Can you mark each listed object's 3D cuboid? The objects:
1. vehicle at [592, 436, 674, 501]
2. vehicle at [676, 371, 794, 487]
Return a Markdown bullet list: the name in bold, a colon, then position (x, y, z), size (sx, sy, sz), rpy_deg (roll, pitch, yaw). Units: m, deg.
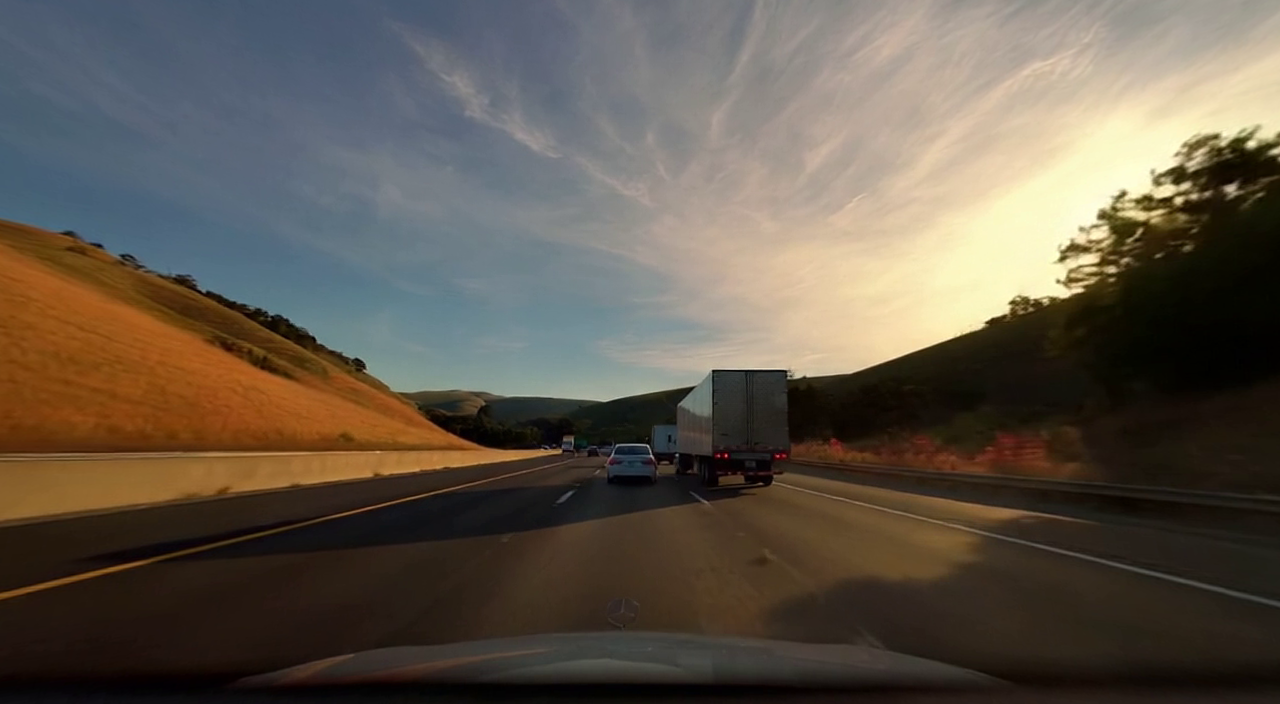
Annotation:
- **vehicle**: position (-0.223, 3.306, 18.242), size (2.109, 1.639, 3.768), rpy_deg (0, -9, -1)
- **vehicle**: position (3.718, 3.762, 29.134), size (2.812, 4.024, 14.098), rpy_deg (0, -9, -2)
